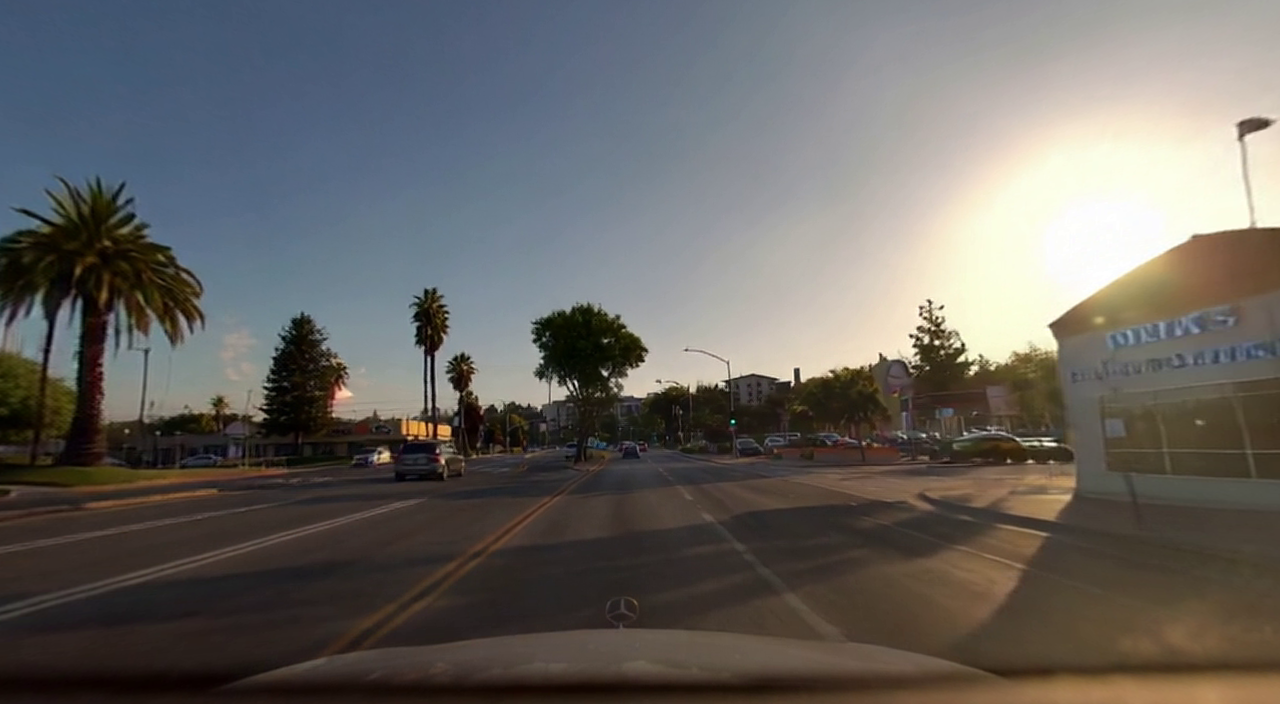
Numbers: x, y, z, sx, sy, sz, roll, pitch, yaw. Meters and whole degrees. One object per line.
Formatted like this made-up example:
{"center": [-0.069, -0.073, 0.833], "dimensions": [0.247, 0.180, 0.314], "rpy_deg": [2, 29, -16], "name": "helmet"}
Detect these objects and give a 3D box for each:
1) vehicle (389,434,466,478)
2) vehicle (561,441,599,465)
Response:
{"center": [-9.207, 4.536, 27.764], "dimensions": [2.022, 1.746, 4.406], "rpy_deg": [0, -9, -3], "name": "vehicle"}
{"center": [-3.871, 6.634, 41.725], "dimensions": [2.181, 1.483, 4.123], "rpy_deg": [0, -9, -1], "name": "vehicle"}
